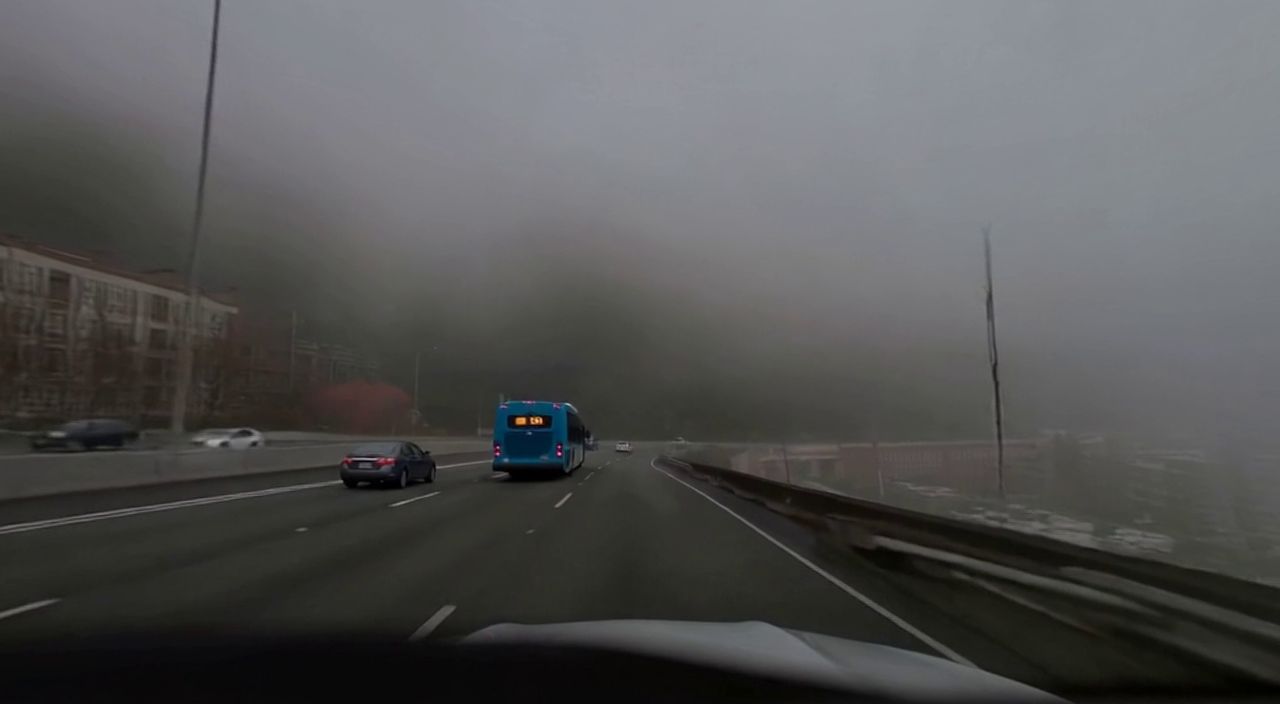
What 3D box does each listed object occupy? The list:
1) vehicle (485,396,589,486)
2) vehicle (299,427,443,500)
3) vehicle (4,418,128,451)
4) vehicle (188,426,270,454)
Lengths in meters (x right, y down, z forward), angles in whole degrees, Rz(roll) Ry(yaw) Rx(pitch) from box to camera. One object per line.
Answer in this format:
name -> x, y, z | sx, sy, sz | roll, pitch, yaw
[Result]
vehicle -> -3.710, 3.614, 24.913 | 2.888, 2.944, 8.373 | 0, -10, -1
vehicle -> -7.099, 2.996, 17.262 | 1.993, 1.690, 4.450 | 0, -9, -1
vehicle -> -31.979, 4.676, 35.357 | 1.840, 1.662, 5.052 | -1, -9, 6
vehicle -> -24.463, 5.281, 37.701 | 1.843, 1.533, 4.083 | -1, -9, 6
